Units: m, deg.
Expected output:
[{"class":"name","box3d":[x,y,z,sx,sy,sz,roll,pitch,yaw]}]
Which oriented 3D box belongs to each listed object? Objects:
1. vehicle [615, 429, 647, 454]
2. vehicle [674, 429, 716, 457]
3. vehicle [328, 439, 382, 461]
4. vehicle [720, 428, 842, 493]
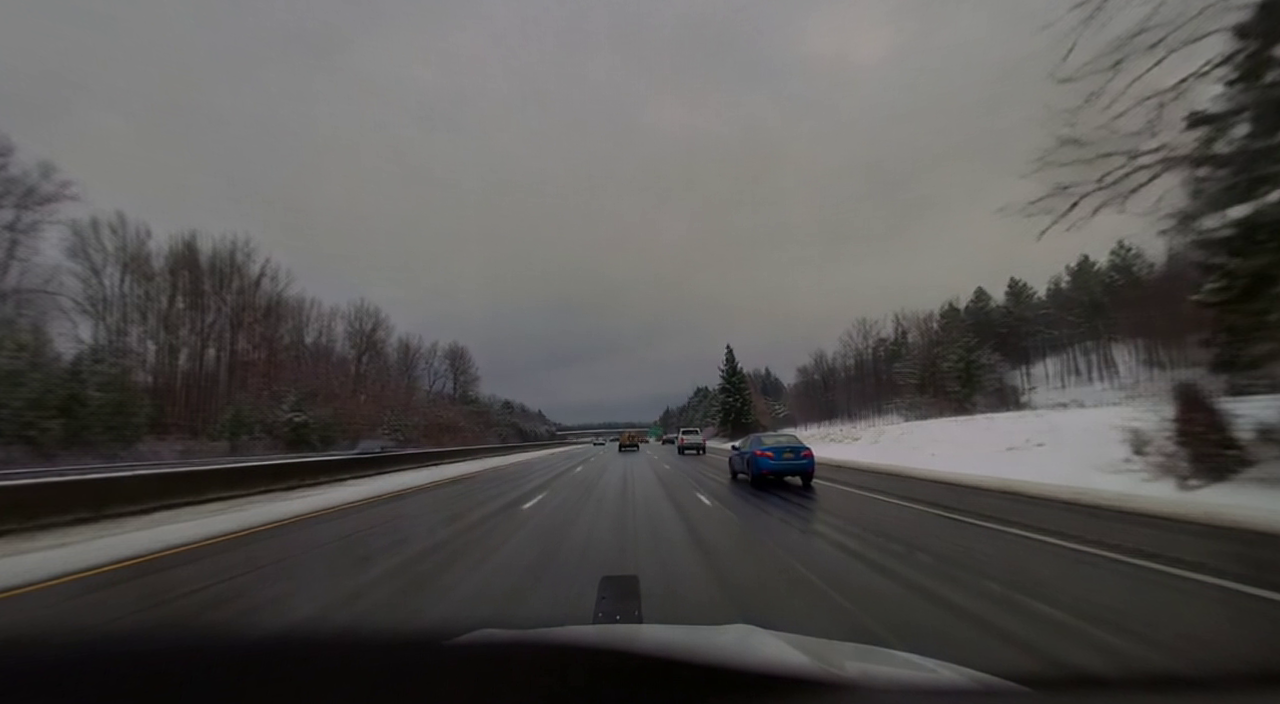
[{"class":"vehicle","box3d":[-0.647,6.369,44.746,2.182,1.680,4.253,0,-8,-1]},{"class":"vehicle","box3d":[3.404,5.708,39.553,2.098,1.677,4.275,0,-8,-2]},{"class":"vehicle","box3d":[-21.122,7.246,46.830,1.905,1.558,4.454,0,-8,0]},{"class":"vehicle","box3d":[3.542,2.814,16.808,2.056,1.479,4.660,0,-8,-2]}]
